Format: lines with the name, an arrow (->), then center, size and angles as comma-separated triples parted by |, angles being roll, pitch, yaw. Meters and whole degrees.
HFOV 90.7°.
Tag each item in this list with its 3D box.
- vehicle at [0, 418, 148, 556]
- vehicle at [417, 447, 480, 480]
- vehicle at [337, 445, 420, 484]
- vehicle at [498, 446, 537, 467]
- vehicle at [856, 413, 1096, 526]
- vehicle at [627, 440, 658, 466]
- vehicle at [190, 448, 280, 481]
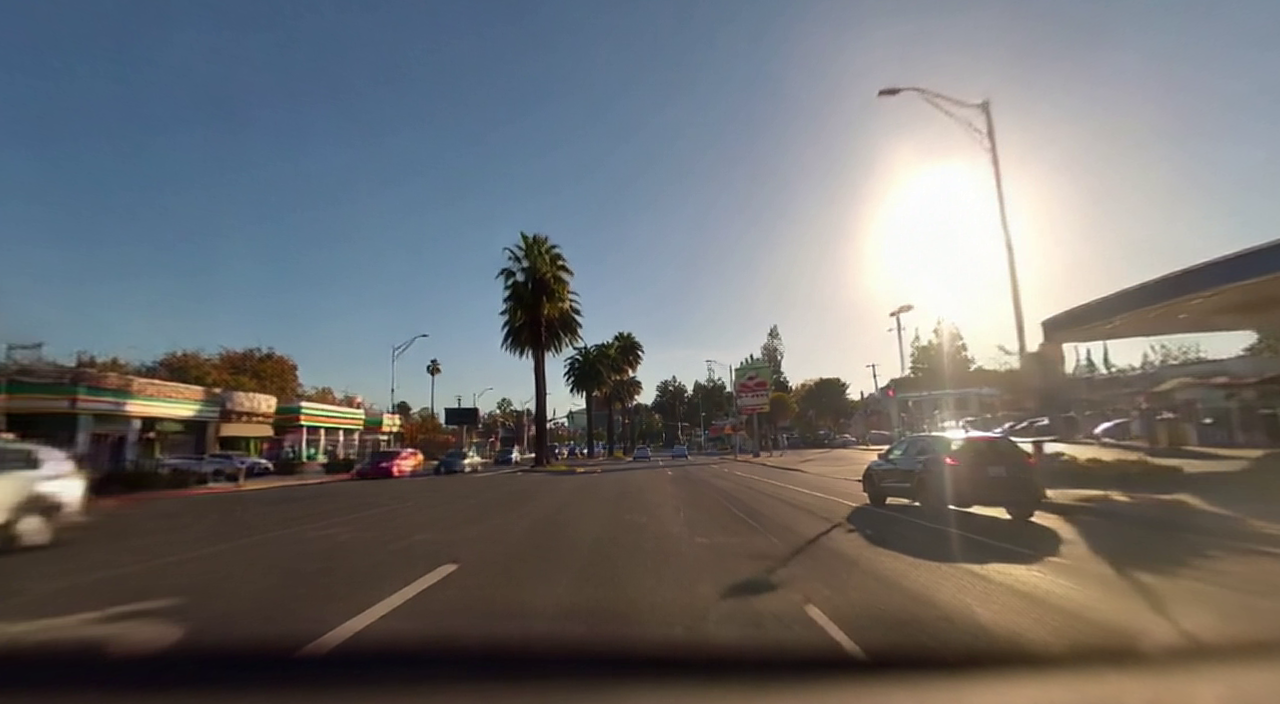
vehicle -> -9.390, 1.757, 8.147 | 2.042, 1.782, 4.919 | -1, -9, 1
vehicle -> -9.104, 5.311, 30.421 | 1.806, 1.444, 3.606 | -1, -9, 2
vehicle -> -12.541, 5.380, 30.686 | 2.082, 1.720, 4.316 | -1, -9, 1
vehicle -> -9.167, 7.864, 47.674 | 1.931, 1.479, 4.555 | -1, -9, 2
vehicle -> 6.307, 2.277, 12.784 | 2.066, 1.807, 4.893 | 0, -9, -1
vehicle -> 0.203, 7.376, 46.215 | 2.177, 1.754, 3.815 | 0, -9, 0
vehicle -> -22.999, 6.370, 36.200 | 1.992, 1.763, 4.726 | 0, -9, 0
